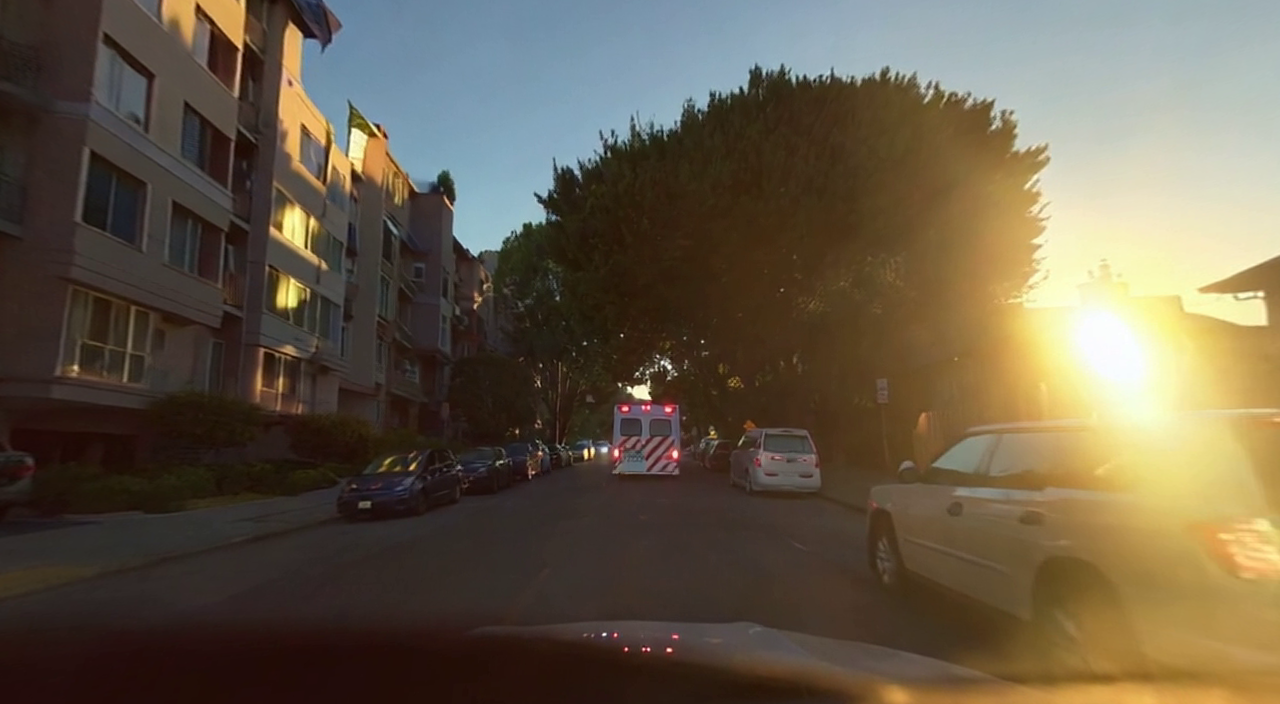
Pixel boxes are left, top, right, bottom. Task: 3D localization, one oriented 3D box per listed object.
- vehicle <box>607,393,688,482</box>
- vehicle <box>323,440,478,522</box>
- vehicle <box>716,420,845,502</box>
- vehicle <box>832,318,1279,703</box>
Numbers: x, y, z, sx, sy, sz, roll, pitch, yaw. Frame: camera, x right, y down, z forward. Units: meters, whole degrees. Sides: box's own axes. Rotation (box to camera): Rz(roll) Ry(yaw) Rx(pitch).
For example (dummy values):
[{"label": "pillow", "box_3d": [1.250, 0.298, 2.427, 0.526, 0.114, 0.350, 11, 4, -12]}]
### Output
[{"label": "vehicle", "box_3d": [0.198, 3.472, 25.519, 2.754, 3.008, 7.730, 0, -8, -1]}, {"label": "vehicle", "box_3d": [-5.409, 2.919, 15.031, 1.967, 1.492, 4.781, -4, -8, -2]}, {"label": "vehicle", "box_3d": [3.560, 2.898, 17.309, 2.232, 1.860, 5.593, 0, -8, 0]}, {"label": "vehicle", "box_3d": [3.325, 1.146, 4.820, 2.152, 1.868, 4.976, 0, -8, 0]}]
